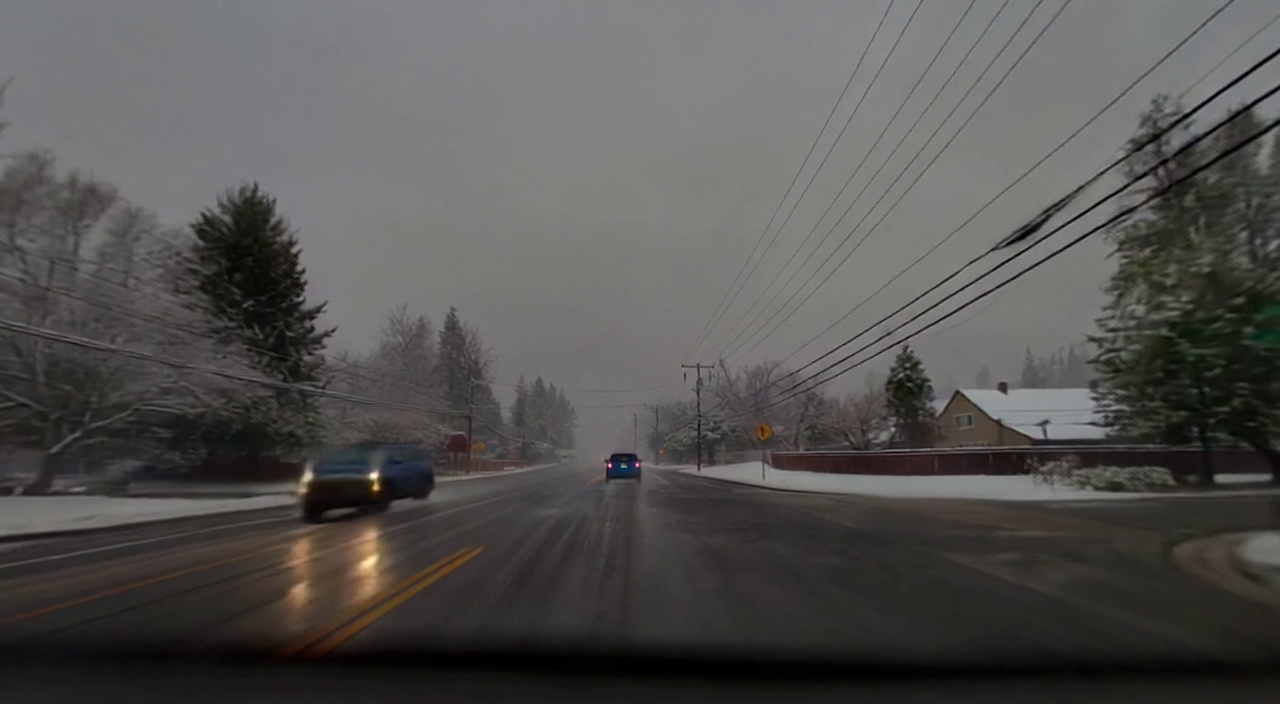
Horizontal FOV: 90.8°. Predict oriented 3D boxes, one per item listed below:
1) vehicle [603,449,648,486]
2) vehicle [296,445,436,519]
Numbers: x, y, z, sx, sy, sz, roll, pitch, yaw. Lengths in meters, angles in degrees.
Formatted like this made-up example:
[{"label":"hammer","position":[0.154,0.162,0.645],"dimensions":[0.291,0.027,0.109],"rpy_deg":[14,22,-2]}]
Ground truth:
[{"label":"vehicle","position":[-0.779,5.802,31.946],"dimensions":[2.139,1.699,3.916],"rpy_deg":[0,-8,-3]},{"label":"vehicle","position":[-7.293,3.446,17.373],"dimensions":[2.046,1.730,4.310],"rpy_deg":[0,-8,-3]}]
